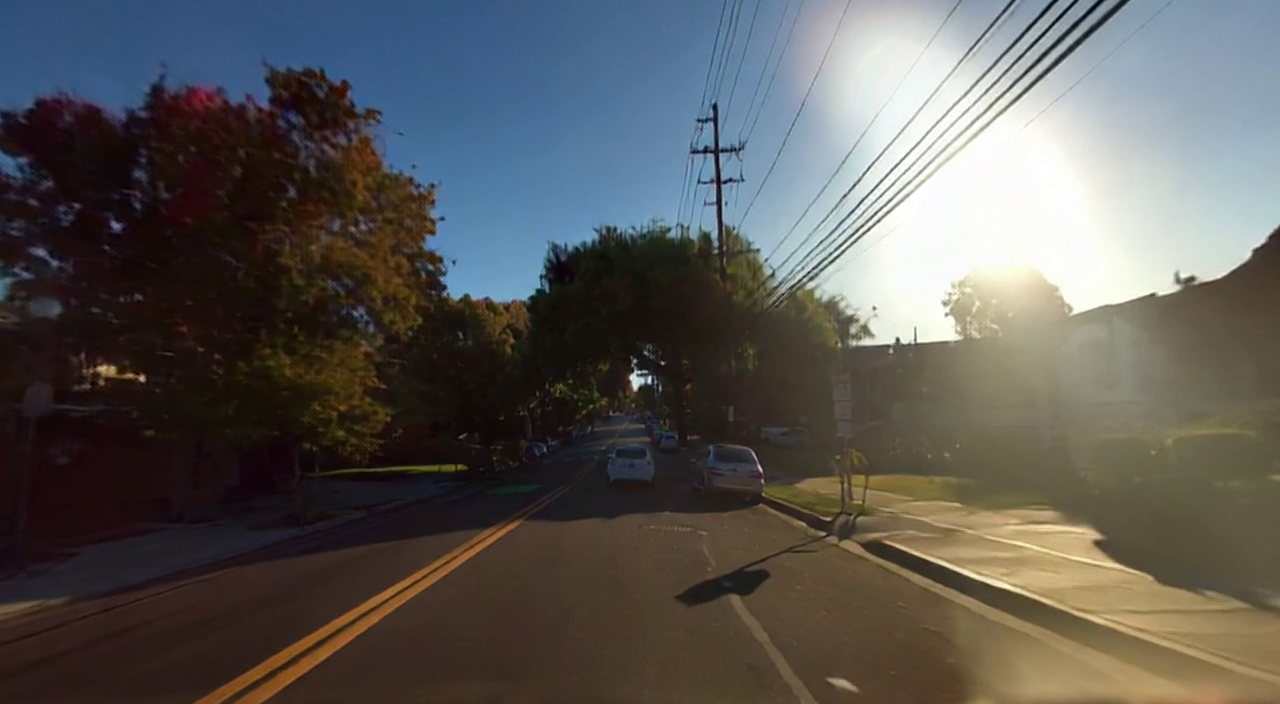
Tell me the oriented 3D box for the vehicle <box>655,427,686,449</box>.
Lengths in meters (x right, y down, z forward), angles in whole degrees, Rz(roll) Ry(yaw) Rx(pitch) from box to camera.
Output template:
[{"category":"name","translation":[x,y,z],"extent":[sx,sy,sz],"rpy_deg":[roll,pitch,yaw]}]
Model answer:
[{"category":"vehicle","translation":[2.202,6.384,46.734],"extent":[1.981,1.512,4.144],"rpy_deg":[0,-8,-2]}]

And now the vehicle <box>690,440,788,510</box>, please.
[{"category":"vehicle","translation":[2.645,3.391,18.069],"extent":[1.909,1.694,4.472],"rpy_deg":[0,-8,-2]}]

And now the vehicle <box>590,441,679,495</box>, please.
[{"category":"vehicle","translation":[-0.033,3.638,20.386],"extent":[2.235,1.500,4.496],"rpy_deg":[-1,-8,8]}]
